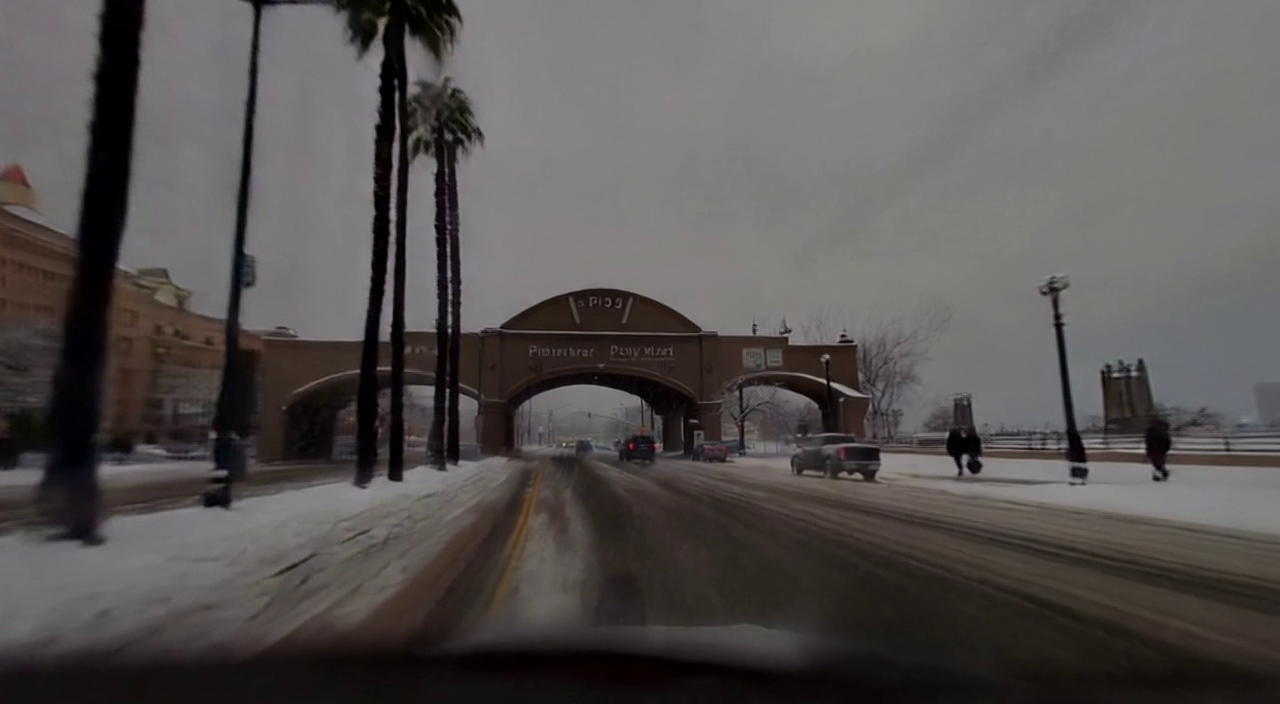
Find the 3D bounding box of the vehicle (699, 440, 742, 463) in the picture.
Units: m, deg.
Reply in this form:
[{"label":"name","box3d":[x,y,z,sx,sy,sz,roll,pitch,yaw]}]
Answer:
[{"label":"vehicle","box3d":[5.721,7.141,45.407,2.015,1.486,4.501,1,-9,-6]}]

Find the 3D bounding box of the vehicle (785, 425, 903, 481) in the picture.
[{"label":"vehicle","box3d":[8.189,4.147,26.138,2.417,2.030,5.711,1,-9,-7]}]

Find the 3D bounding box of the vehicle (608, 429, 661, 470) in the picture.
[{"label":"vehicle","box3d":[-0.447,5.386,34.960,2.284,2.010,6.670,1,-9,-6]}]
